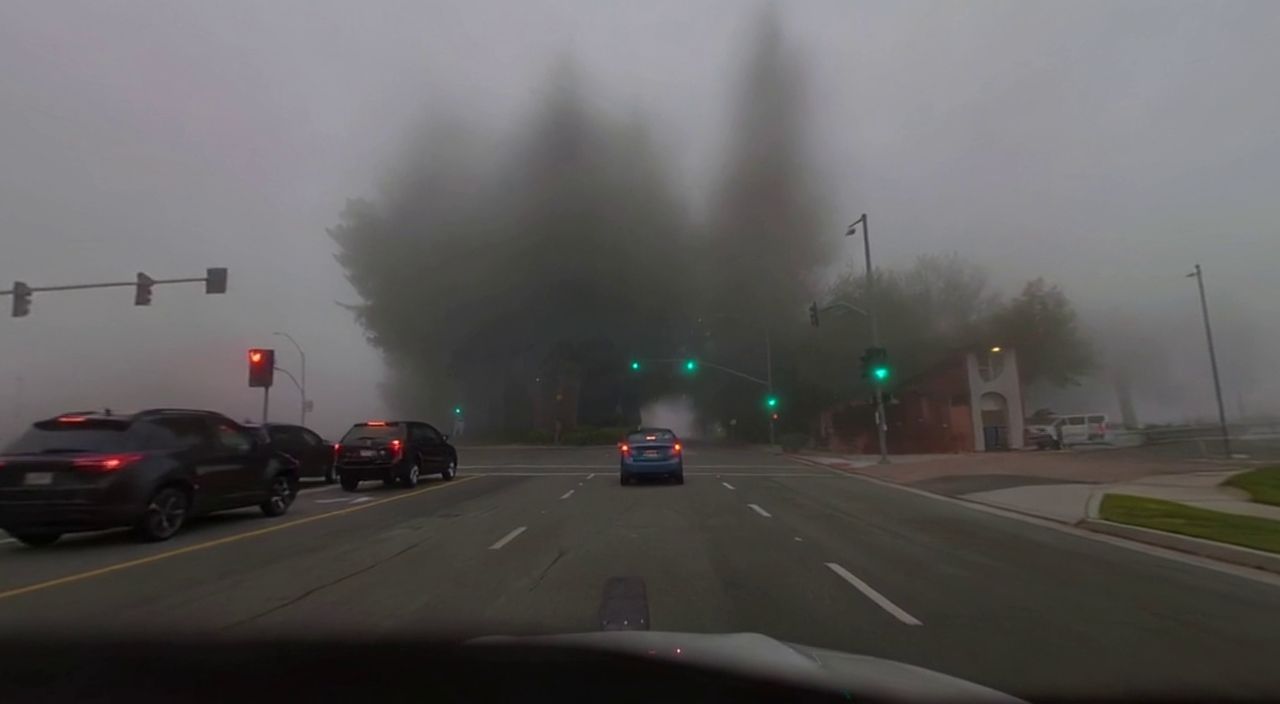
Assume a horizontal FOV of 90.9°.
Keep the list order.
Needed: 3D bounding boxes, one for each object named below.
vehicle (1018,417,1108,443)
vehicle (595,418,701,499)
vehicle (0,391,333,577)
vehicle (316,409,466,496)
[{"bbox_3d":[25.812,4.789,38.606,1.514,1.408,4.232,-1,-6,-28],"label":"vehicle"},{"bbox_3d":[0.221,2.495,15.049,2.197,1.682,3.642,0,-8,2],"label":"vehicle"},{"bbox_3d":[-6.744,1.691,8.907,2.111,1.864,4.932,0,-8,3],"label":"vehicle"},{"bbox_3d":[-6.624,2.759,17.608,2.316,2.014,5.215,0,-8,-3],"label":"vehicle"}]
